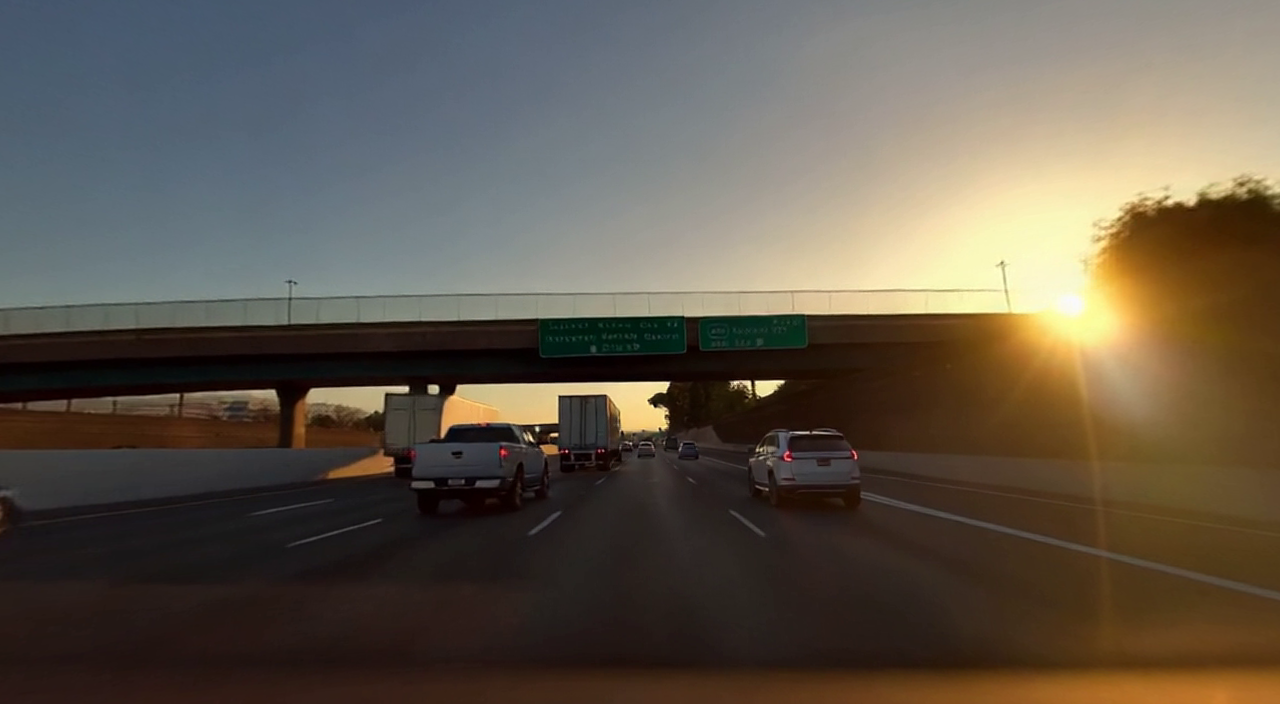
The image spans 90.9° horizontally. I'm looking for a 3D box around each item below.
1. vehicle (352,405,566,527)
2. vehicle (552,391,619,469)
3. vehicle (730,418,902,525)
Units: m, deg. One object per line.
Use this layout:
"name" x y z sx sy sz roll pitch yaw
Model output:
"vehicle" -3.429 2.399 13.892 2.645 2.023 6.491 0 -8 1
"vehicle" -3.140 5.248 41.269 2.869 4.108 15.564 0 -8 1
"vehicle" 3.096 2.208 12.172 2.028 1.658 4.334 0 -8 0
